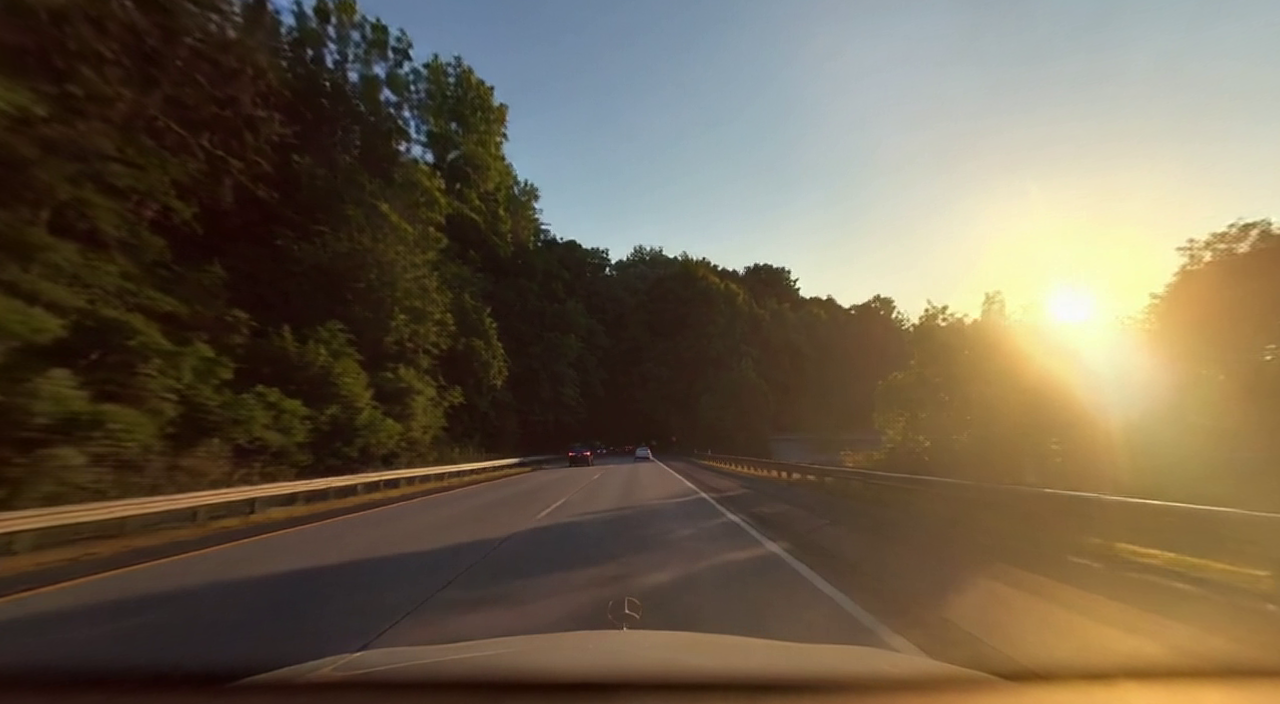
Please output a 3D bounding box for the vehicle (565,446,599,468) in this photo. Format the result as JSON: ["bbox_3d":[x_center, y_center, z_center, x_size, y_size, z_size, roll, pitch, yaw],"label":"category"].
[{"bbox_3d":[-4.248,7.764,46.708,2.112,1.498,4.117,0,-9,0],"label":"vehicle"}]

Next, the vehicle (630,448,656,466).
[{"bbox_3d":[0.206,8.265,49.684,1.989,1.402,3.831,0,-9,0],"label":"vehicle"}]
